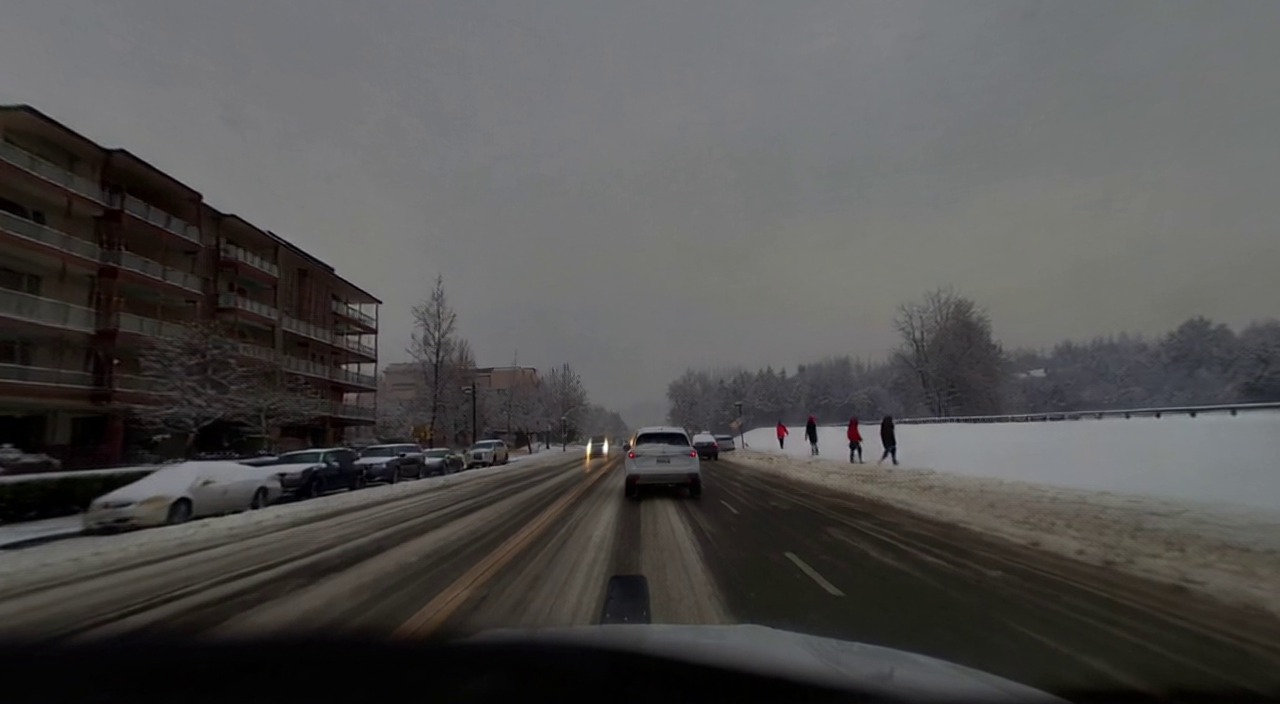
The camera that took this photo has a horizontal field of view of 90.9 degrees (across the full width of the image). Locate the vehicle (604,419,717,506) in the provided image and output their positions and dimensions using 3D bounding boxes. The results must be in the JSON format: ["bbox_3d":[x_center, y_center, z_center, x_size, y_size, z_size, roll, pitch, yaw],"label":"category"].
[{"bbox_3d":[0.374,2.383,13.909,2.132,1.632,3.838,0,-9,-1],"label":"vehicle"}]

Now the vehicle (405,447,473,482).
[{"bbox_3d":[-10.012,5.601,31.793,1.860,1.487,4.658,-1,-7,0],"label":"vehicle"}]

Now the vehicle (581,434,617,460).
[{"bbox_3d":[-2.805,6.658,44.115,2.086,1.702,4.451,-1,-9,2],"label":"vehicle"}]

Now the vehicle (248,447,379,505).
[{"bbox_3d":[-10.348,3.926,20.418,1.869,1.647,4.281,-1,-9,1],"label":"vehicle"}]

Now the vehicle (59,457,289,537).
[{"bbox_3d":[-10.560,3.278,14.880,1.839,1.474,4.694,0,-9,0],"label":"vehicle"}]

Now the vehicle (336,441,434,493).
[{"bbox_3d":[-10.188,4.574,25.633,1.940,1.816,4.721,-1,-7,1],"label":"vehicle"}]
